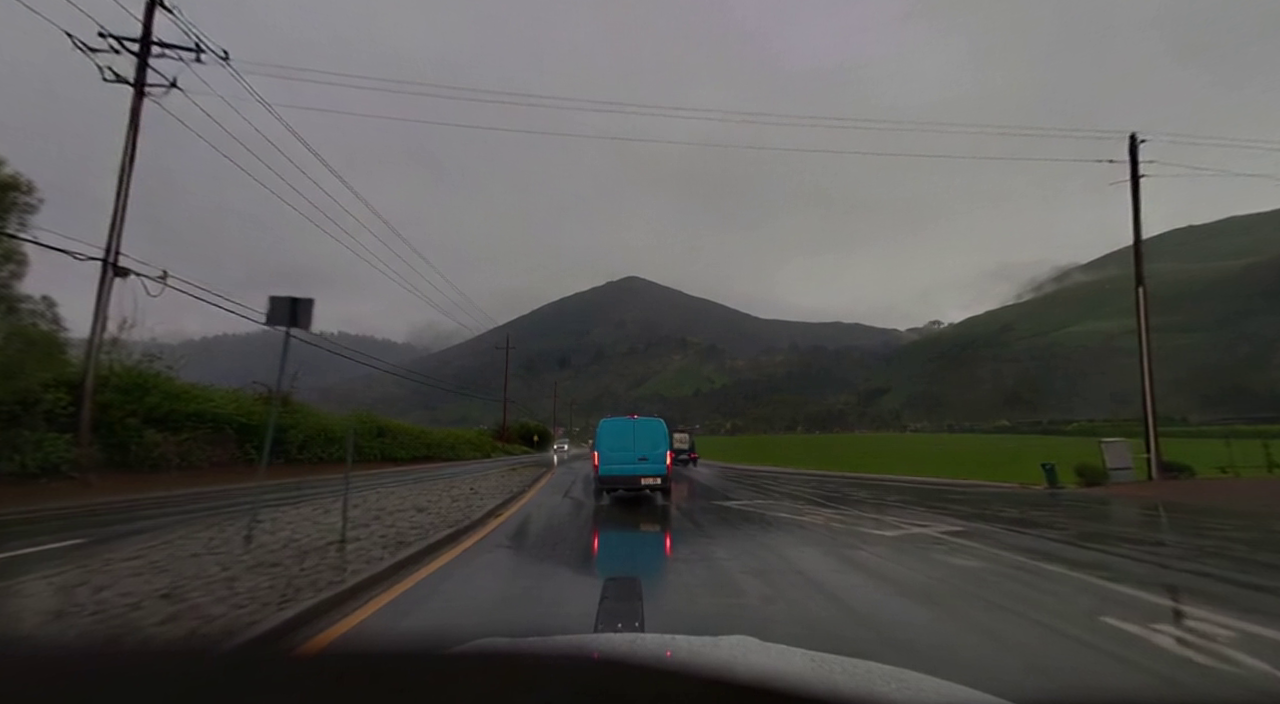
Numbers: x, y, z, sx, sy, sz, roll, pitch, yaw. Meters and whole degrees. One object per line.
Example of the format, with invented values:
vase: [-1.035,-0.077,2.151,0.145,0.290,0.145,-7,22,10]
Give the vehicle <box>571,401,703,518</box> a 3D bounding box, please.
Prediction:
vehicle: [-0.131,2.343,14.054,2.454,2.144,4.535,0,-9,-2]
